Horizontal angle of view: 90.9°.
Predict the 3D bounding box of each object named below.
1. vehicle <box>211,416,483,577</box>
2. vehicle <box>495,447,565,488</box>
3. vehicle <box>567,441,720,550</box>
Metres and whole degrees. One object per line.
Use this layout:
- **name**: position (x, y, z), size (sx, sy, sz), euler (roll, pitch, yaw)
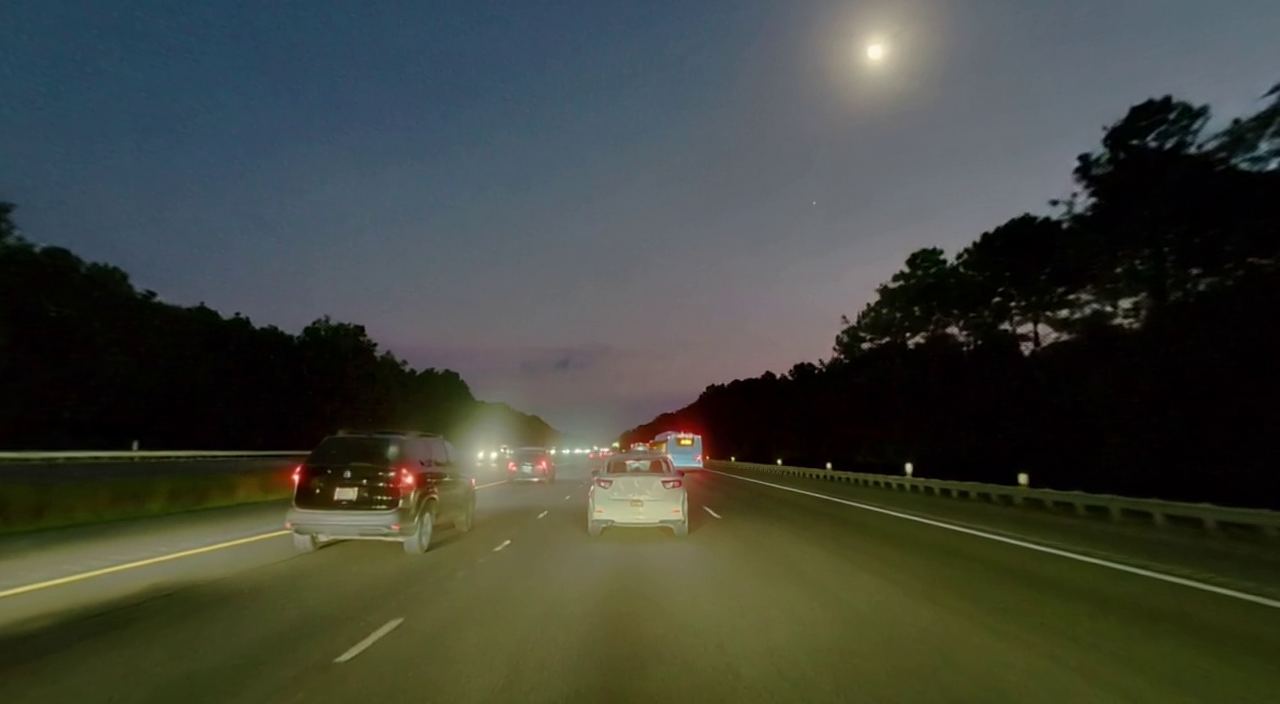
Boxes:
- **vehicle**: position (-3.667, 1.875, 8.895), size (1.830, 1.703, 4.142), euler (0, -9, 0)
- **vehicle**: position (-4.337, 4.623, 25.477), size (2.122, 1.491, 3.800), euler (0, -9, 0)
- **vehicle**: position (-0.011, 2.320, 10.863), size (2.120, 1.478, 4.179), euler (0, -9, -2)
